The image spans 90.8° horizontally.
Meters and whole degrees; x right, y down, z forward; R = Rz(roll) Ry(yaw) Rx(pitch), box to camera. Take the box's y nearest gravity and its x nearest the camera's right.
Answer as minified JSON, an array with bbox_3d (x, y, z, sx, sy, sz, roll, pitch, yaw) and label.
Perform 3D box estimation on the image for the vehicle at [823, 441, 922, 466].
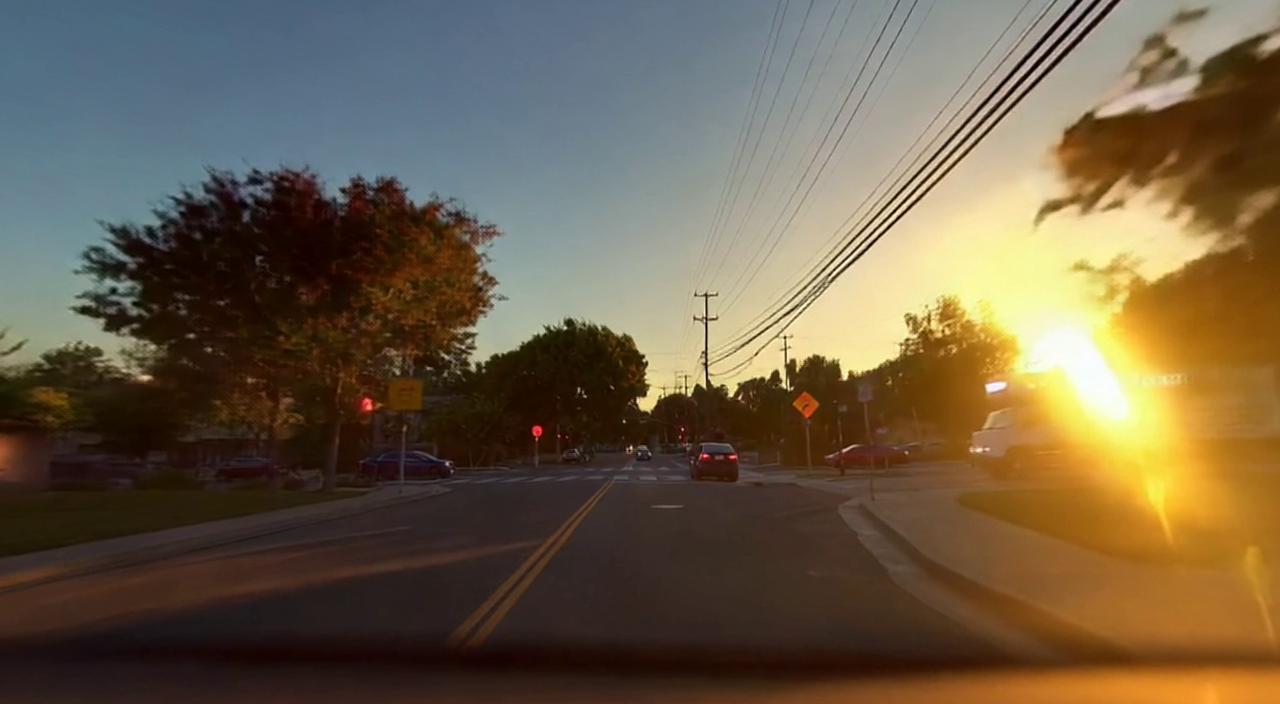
[{"bbox_3d":[13.168,5.797,36.058,4.872,1.400,1.955,-1,-9,3],"label":"vehicle"}]

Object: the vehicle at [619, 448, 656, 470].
[{"bbox_3d":[-0.242,7.515,44.484,1.874,1.427,3.976,2,-9,-12],"label":"vehicle"}]

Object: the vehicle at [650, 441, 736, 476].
[{"bbox_3d":[2.955,6.195,37.085,2.553,1.868,5.536,4,-10,-25],"label":"vehicle"}]

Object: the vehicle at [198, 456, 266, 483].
[{"bbox_3d":[-29.017,8.363,45.111,2.085,1.763,4.658,1,-9,-6],"label":"vehicle"}]

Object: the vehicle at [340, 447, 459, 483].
[{"bbox_3d":[-13.547,6.396,35.940,5.866,1.904,2.197,1,-9,-6],"label":"vehicle"}]

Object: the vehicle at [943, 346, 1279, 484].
[{"bbox_3d":[15.119,2.004,19.632,9.897,3.821,2.789,1,-8,-1],"label":"vehicle"}]

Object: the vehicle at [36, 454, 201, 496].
[{"bbox_3d":[-25.521,6.033,31.171,5.763,1.855,2.340,2,-8,-8],"label":"vehicle"}]
